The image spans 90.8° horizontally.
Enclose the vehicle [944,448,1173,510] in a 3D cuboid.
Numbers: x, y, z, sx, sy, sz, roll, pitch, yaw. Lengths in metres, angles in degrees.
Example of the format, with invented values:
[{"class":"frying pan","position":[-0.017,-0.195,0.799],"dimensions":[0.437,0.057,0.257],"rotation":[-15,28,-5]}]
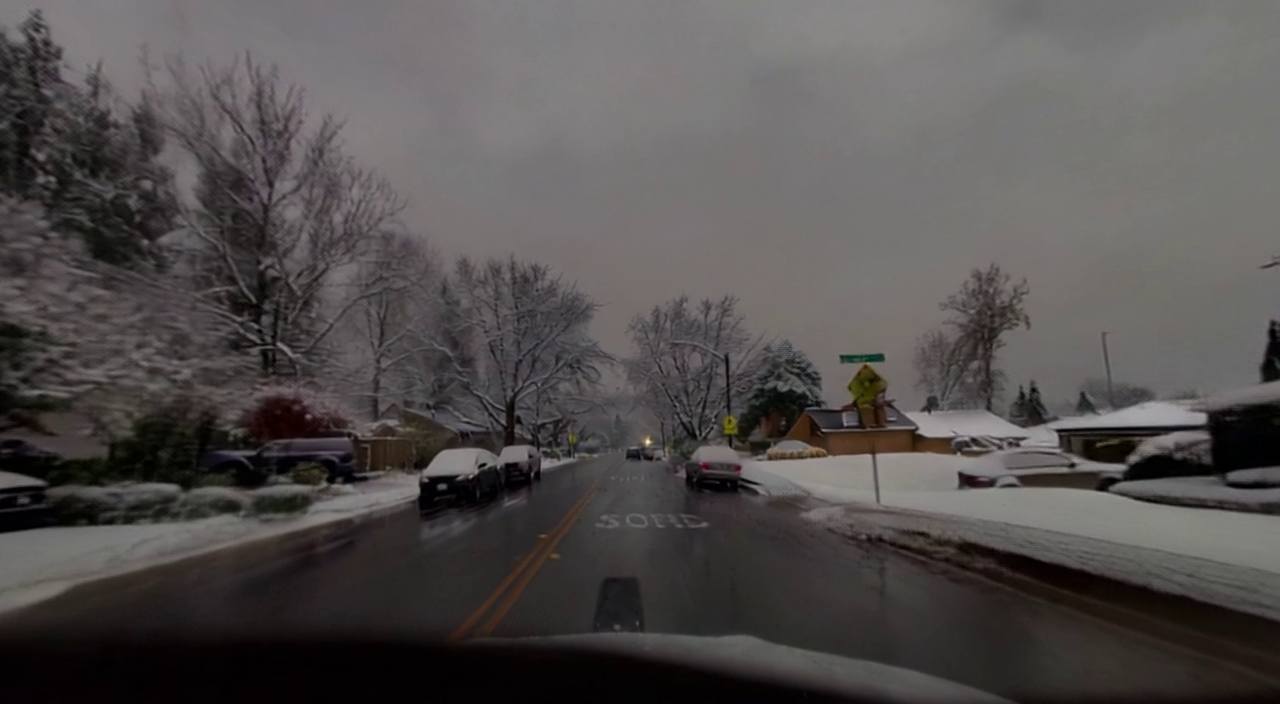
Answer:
[{"class":"vehicle","position":[10.722,3.250,16.441],"dimensions":[4.628,1.403,1.926],"rotation":[0,-9,-3]}]

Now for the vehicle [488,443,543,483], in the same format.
[{"class":"vehicle","position":[-6.449,5.842,33.187],"dimensions":[2.027,1.803,4.306],"rotation":[-4,-10,-1]}]

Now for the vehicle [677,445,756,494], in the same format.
[{"class":"vehicle","position":[2.549,4.047,22.209],"dimensions":[2.047,1.532,4.350],"rotation":[0,-9,-3]}]

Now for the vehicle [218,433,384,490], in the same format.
[{"class":"vehicle","position":[-13.230,4.298,24.945],"dimensions":[5.234,2.076,2.197],"rotation":[0,-9,1]}]

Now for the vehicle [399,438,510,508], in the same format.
[{"class":"vehicle","position":[-5.898,3.842,20.848],"dimensions":[2.155,1.907,5.100],"rotation":[-2,-7,0]}]
